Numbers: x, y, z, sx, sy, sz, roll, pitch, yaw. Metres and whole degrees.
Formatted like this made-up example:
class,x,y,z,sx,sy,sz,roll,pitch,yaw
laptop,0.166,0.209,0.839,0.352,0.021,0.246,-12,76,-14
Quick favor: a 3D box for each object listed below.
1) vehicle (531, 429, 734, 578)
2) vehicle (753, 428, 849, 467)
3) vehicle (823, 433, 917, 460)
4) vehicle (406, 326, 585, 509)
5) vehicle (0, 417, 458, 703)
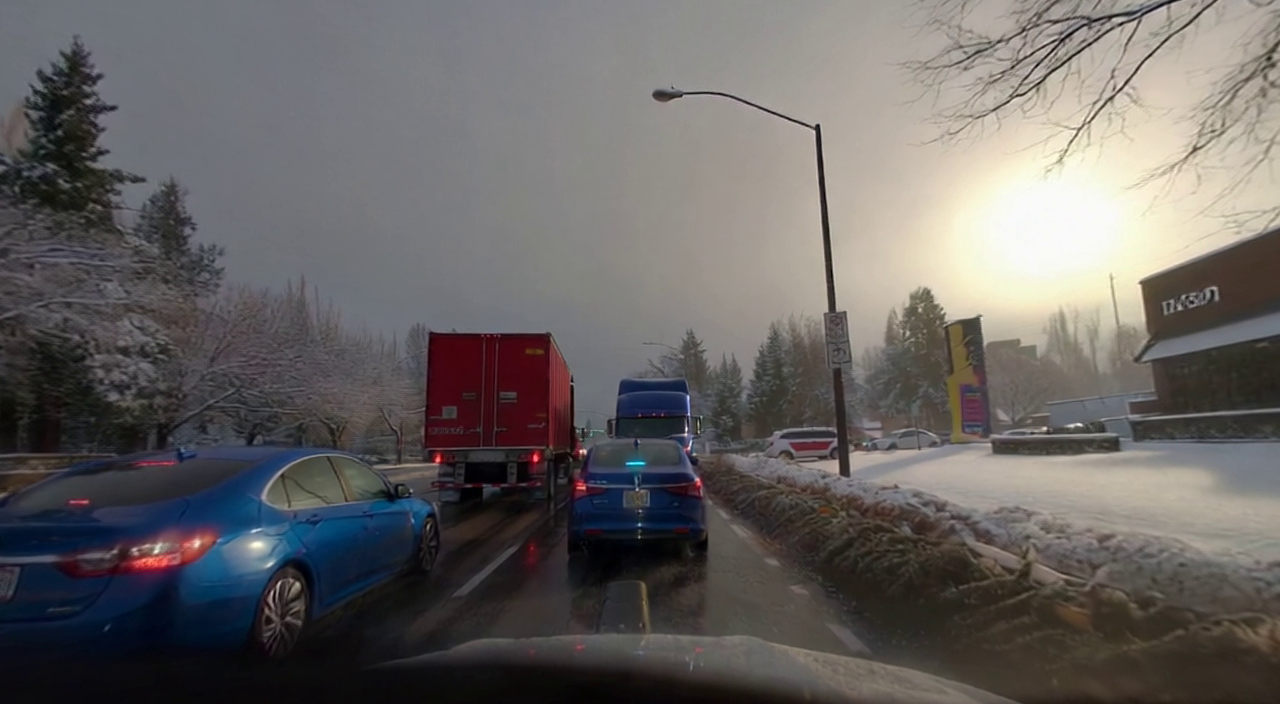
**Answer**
class,x,y,z,sx,sy,sz,roll,pitch,yaw
vehicle,-0.116,1.854,8.541,2.067,1.506,4.118,0,-8,-1
vehicle,8.171,4.910,32.408,2.061,1.845,4.829,4,-9,-27
vehicle,12.919,5.339,35.501,4.574,1.478,1.880,0,-8,2
vehicle,-3.279,1.843,16.626,3.020,3.800,7.105,0,-8,0
vehicle,-3.084,1.352,4.987,1.969,1.471,4.378,0,-8,0
